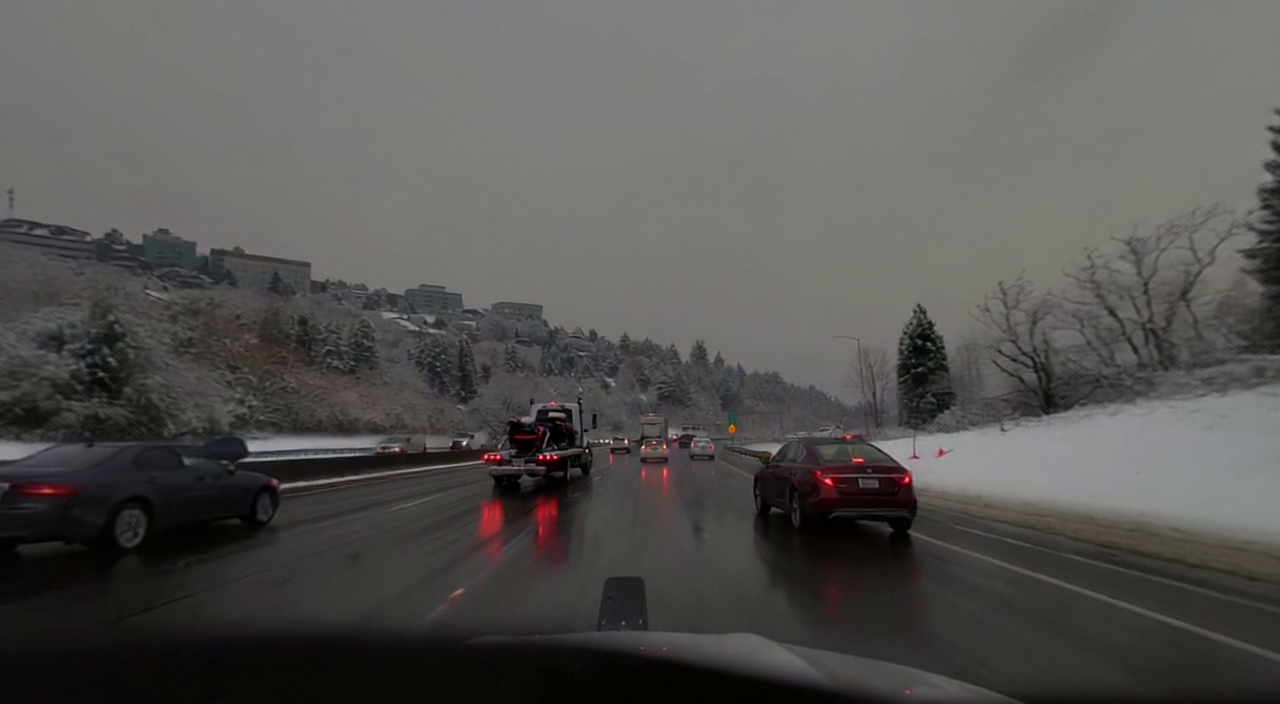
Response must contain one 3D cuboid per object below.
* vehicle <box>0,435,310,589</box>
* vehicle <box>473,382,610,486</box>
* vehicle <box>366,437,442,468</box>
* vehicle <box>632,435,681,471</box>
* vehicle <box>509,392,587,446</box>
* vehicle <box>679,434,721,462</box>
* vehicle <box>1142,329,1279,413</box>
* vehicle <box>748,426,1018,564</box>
[{"bbox_3d":[-6.715,1.835,8.322,1.964,1.395,4.948,0,-8,1],"label":"vehicle"},{"bbox_3d":[-3.041,3.086,23.159,3.162,2.955,10.282,0,-8,1],"label":"vehicle"},{"bbox_3d":[-12.233,5.219,33.004,2.123,1.511,4.343,0,-8,3],"label":"vehicle"},{"bbox_3d":[0.754,4.557,28.705,2.079,1.499,3.915,0,-8,1],"label":"vehicle"},{"bbox_3d":[-3.040,2.429,21.934,1.893,1.674,4.766,0,-8,1],"label":"vehicle"},{"bbox_3d":[3.658,6.018,39.562,2.075,1.614,4.682,0,-8,-1],"label":"vehicle"},{"bbox_3d":[14.704,0.514,14.869,1.979,1.616,4.268,1,-8,-5],"label":"vehicle"},{"bbox_3d":[3.040,1.881,9.106,2.040,1.481,4.260,0,-8,-3],"label":"vehicle"}]
